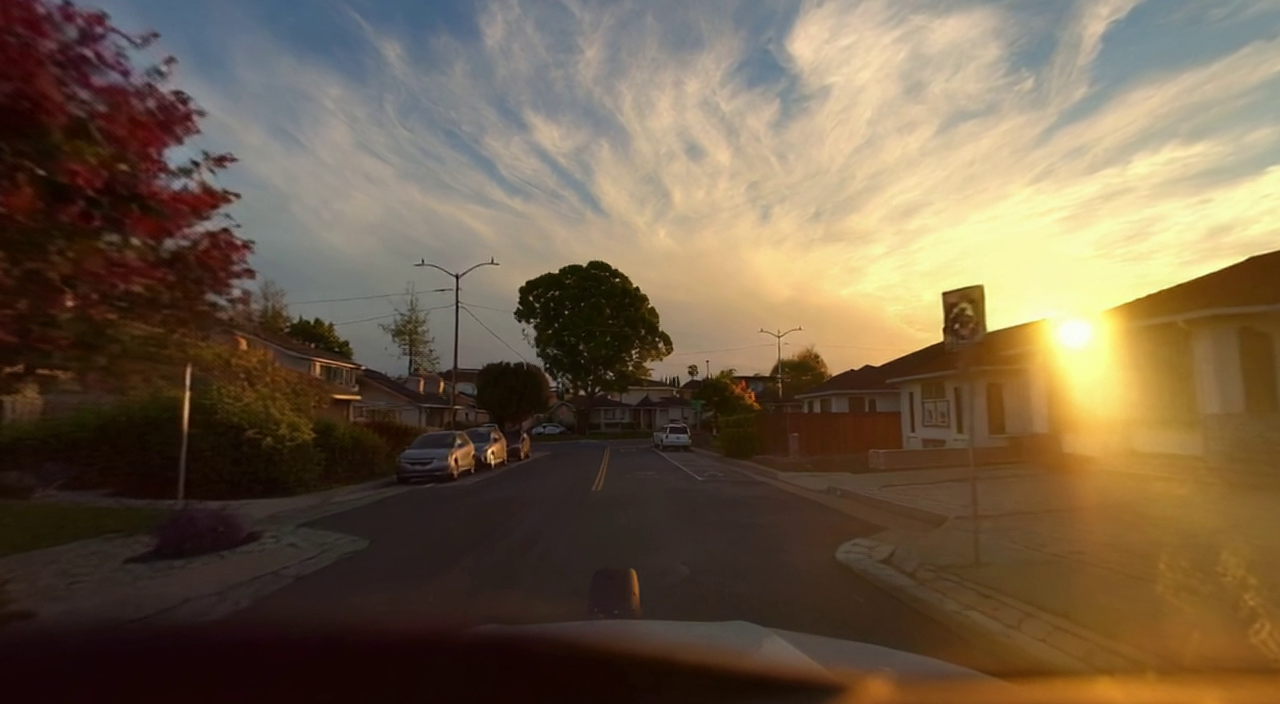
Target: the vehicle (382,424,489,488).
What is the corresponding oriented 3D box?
[{"bbox_3d":[-6.247,3.203,19.804,2.147,1.780,4.165,0,-8,-3],"label":"vehicle"}]
